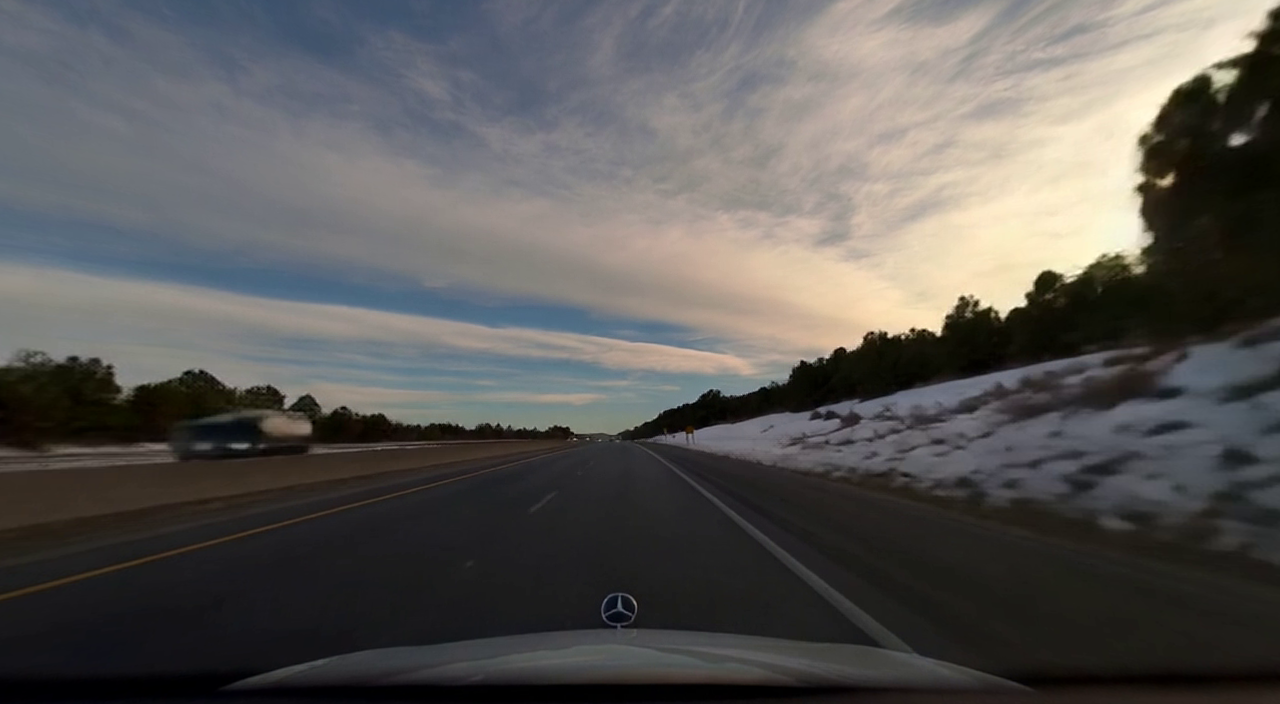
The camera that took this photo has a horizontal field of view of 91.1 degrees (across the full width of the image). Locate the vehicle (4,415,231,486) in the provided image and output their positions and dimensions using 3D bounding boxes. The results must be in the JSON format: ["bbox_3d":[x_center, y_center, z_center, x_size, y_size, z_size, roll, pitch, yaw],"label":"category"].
[{"bbox_3d":[-14.508,2.757,17.978,2.449,1.764,4.695,0,-8,-1],"label":"vehicle"}]

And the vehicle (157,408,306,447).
[{"bbox_3d":[-14.618,2.802,22.981,2.098,1.266,5.061,0,-8,0],"label":"vehicle"}]
